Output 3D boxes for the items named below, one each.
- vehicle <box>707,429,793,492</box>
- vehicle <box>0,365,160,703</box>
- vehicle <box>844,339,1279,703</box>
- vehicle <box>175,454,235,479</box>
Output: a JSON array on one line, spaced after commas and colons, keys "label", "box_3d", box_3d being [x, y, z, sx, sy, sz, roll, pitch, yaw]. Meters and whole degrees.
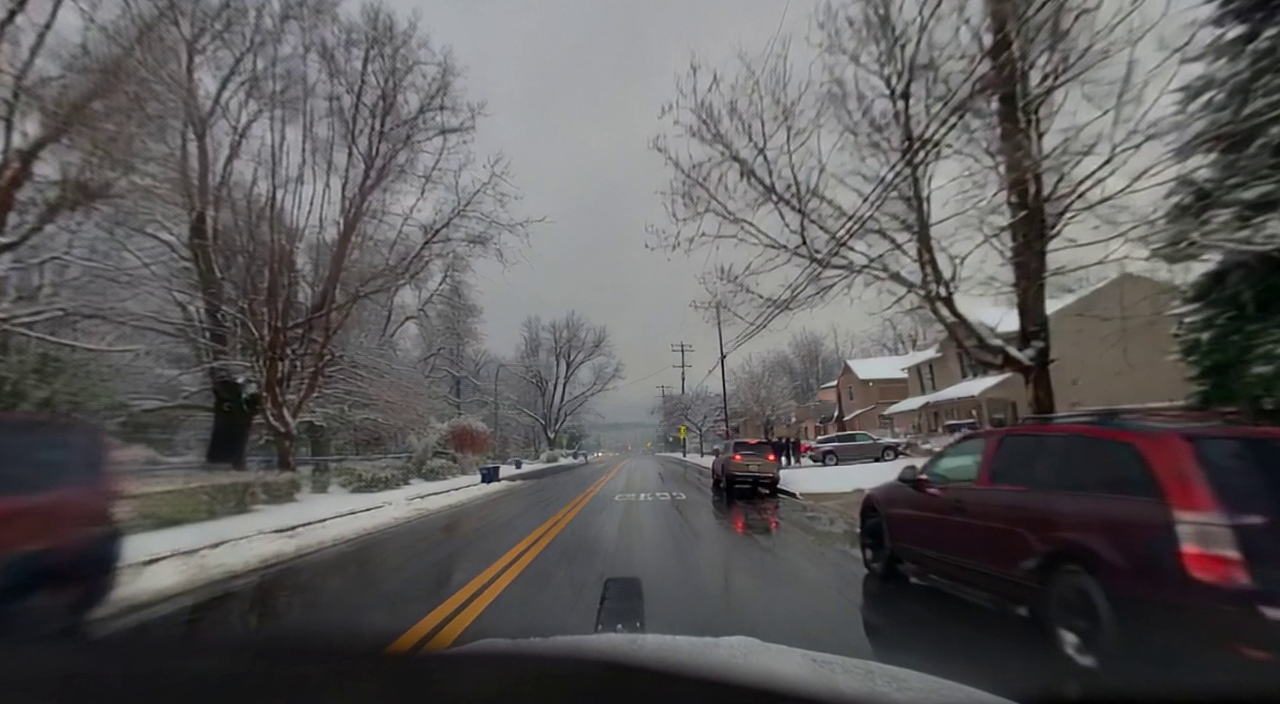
[{"label": "vehicle", "box_3d": [3.443, 3.502, 20.682, 1.949, 1.807, 4.224, 0, -9, -1]}, {"label": "vehicle", "box_3d": [-4.572, 0.936, 2.463, 2.074, 1.836, 4.365, -6, -9, -1]}, {"label": "vehicle", "box_3d": [3.494, 1.174, 4.767, 2.125, 1.772, 4.629, 0, -9, -3]}, {"label": "vehicle", "box_3d": [-29.097, 7.597, 42.206, 4.558, 1.495, 1.925, -7, -11, 38]}]
